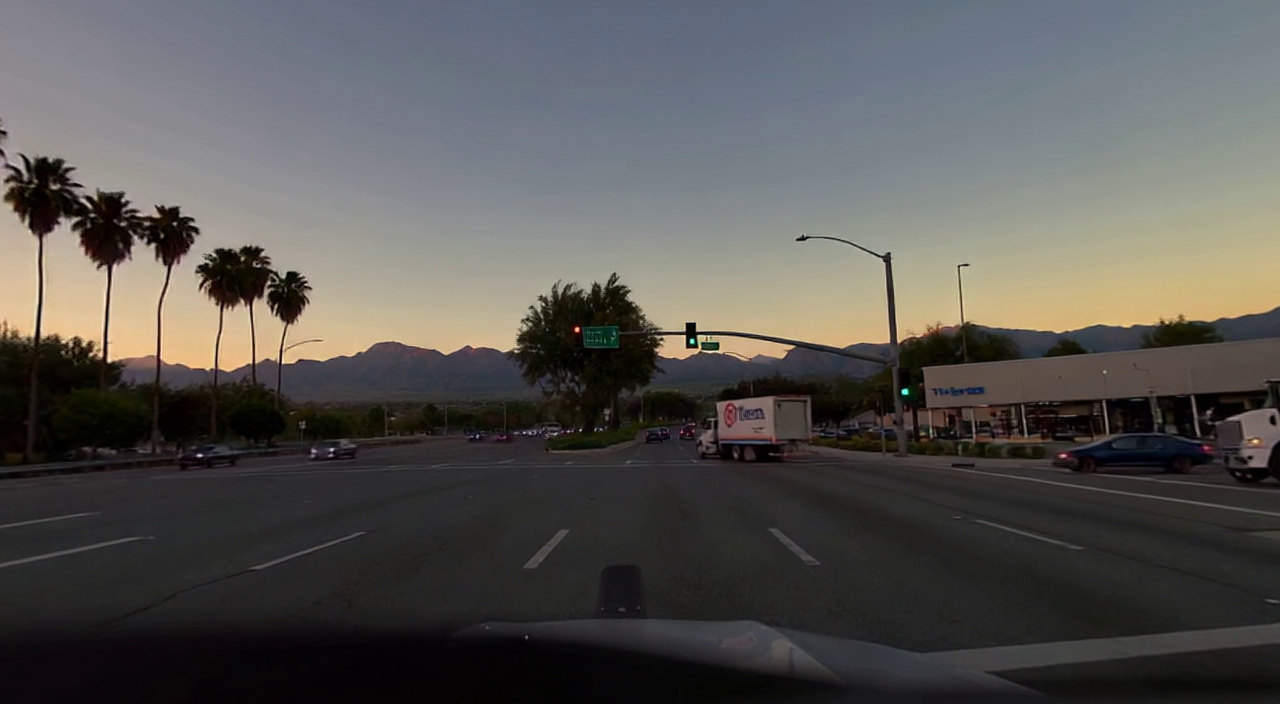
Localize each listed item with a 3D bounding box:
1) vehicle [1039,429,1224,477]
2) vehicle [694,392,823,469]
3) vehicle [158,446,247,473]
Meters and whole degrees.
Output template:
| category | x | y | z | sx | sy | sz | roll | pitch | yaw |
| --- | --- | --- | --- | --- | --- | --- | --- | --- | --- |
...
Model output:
| category | x | y | z | sx | sy | sz | roll | pitch | yaw |
| --- | --- | --- | --- | --- | --- | --- | --- | --- | --- |
| vehicle | 16.592 | 3.443 | 21.503 | 4.508 | 1.493 | 1.907 | -3 | -9 | 19 |
| vehicle | 5.741 | 4.100 | 32.095 | 3.237 | 3.414 | 7.088 | 3 | -9 | -20 |
| vehicle | -26.225 | 6.437 | 37.875 | 1.868 | 1.469 | 4.746 | 0 | -9 | 1 |
